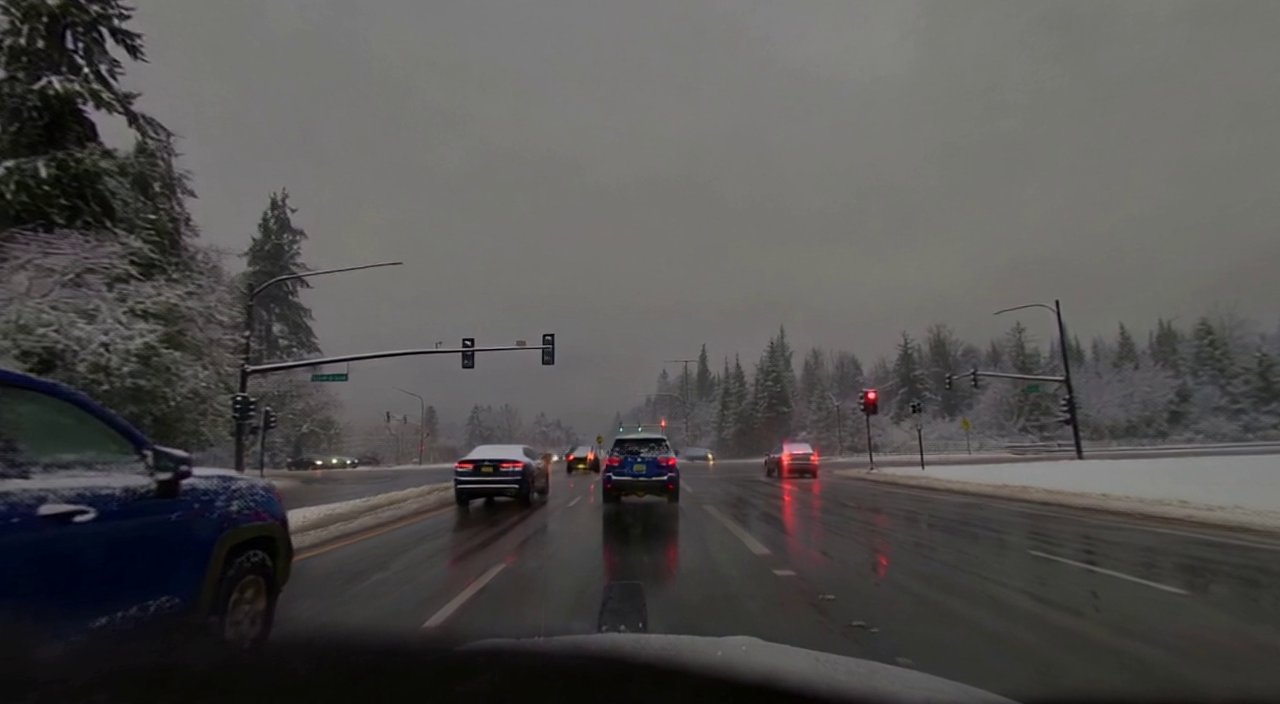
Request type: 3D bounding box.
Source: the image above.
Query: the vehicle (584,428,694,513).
[{"bbox_3d":[-0.003,2.811,15.413,2.298,1.770,4.138,0,-9,0],"label":"vehicle"}]

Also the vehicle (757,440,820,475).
[{"bbox_3d":[7.972,5.719,34.447,2.166,1.761,4.692,0,-9,-2],"label":"vehicle"}]

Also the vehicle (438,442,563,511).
[{"bbox_3d":[-3.408,3.146,16.566,2.061,1.504,5.142,0,-9,0],"label":"vehicle"}]

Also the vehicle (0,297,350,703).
[{"bbox_3d":[-3.532,0.756,2.445,2.320,1.863,5.148,0,-9,0],"label":"vehicle"}]
